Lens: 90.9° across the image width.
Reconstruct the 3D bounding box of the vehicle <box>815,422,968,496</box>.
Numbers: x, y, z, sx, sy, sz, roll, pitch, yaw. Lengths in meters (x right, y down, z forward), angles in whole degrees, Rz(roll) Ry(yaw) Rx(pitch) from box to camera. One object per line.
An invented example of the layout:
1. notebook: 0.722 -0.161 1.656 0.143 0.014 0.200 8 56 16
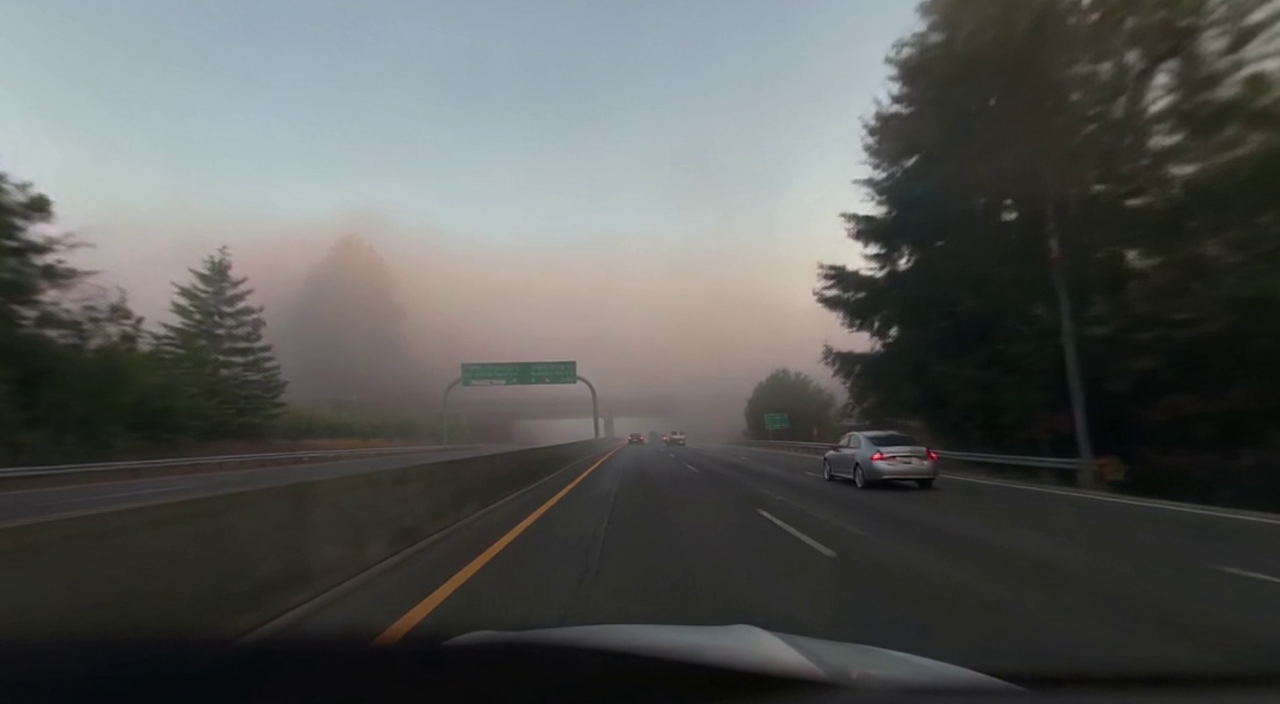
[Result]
1. vehicle: 6.008 2.577 15.686 1.940 1.578 4.122 0 -8 -3
